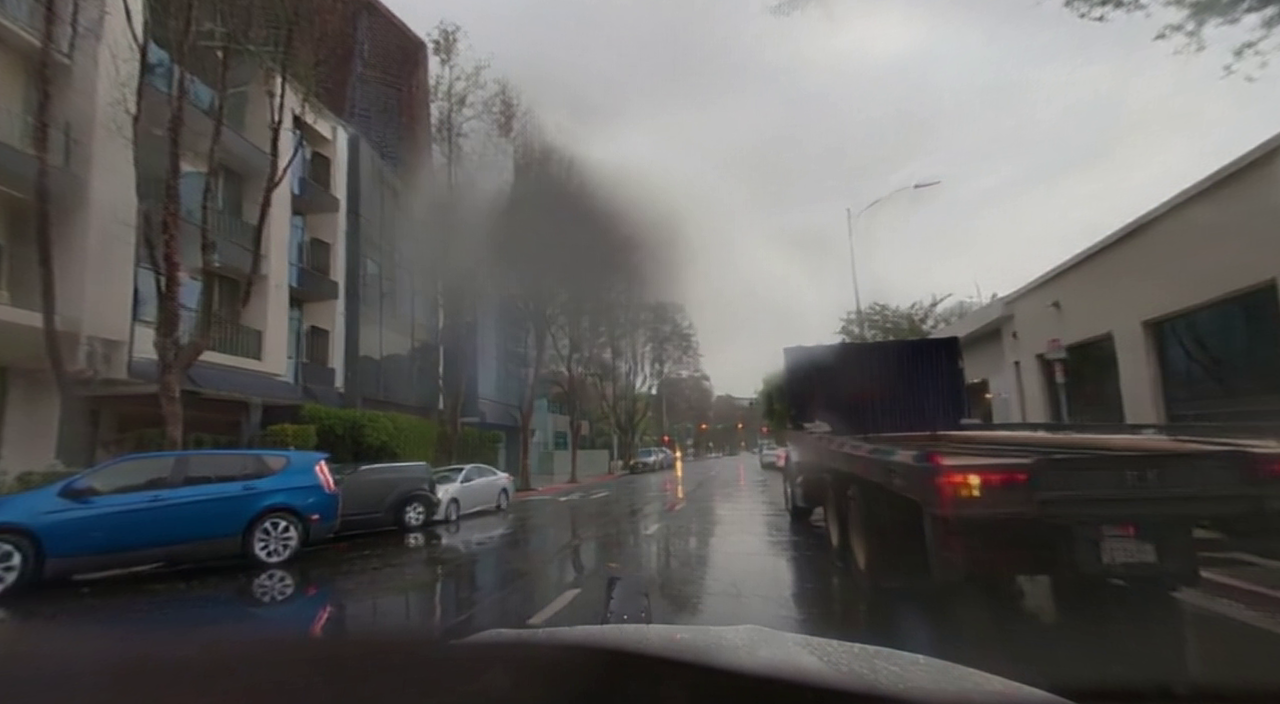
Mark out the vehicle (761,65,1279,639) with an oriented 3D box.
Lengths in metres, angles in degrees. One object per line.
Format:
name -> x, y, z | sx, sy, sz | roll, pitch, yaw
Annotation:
vehicle -> 3.805, 0.740, 10.303 | 3.320, 4.034, 11.553 | -2, -9, 11

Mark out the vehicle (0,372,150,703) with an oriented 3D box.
vehicle -> -3.318, 0.638, 0.192 | 2.311, 1.631, 4.510 | -1, -8, 9

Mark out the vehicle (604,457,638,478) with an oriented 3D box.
vehicle -> -1.410, 8.928, 48.849 | 1.798, 1.459, 4.306 | -1, -8, 10

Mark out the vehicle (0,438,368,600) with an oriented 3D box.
vehicle -> -6.912, 2.214, 9.137 | 5.022, 1.872, 2.137 | 6, -10, -34
